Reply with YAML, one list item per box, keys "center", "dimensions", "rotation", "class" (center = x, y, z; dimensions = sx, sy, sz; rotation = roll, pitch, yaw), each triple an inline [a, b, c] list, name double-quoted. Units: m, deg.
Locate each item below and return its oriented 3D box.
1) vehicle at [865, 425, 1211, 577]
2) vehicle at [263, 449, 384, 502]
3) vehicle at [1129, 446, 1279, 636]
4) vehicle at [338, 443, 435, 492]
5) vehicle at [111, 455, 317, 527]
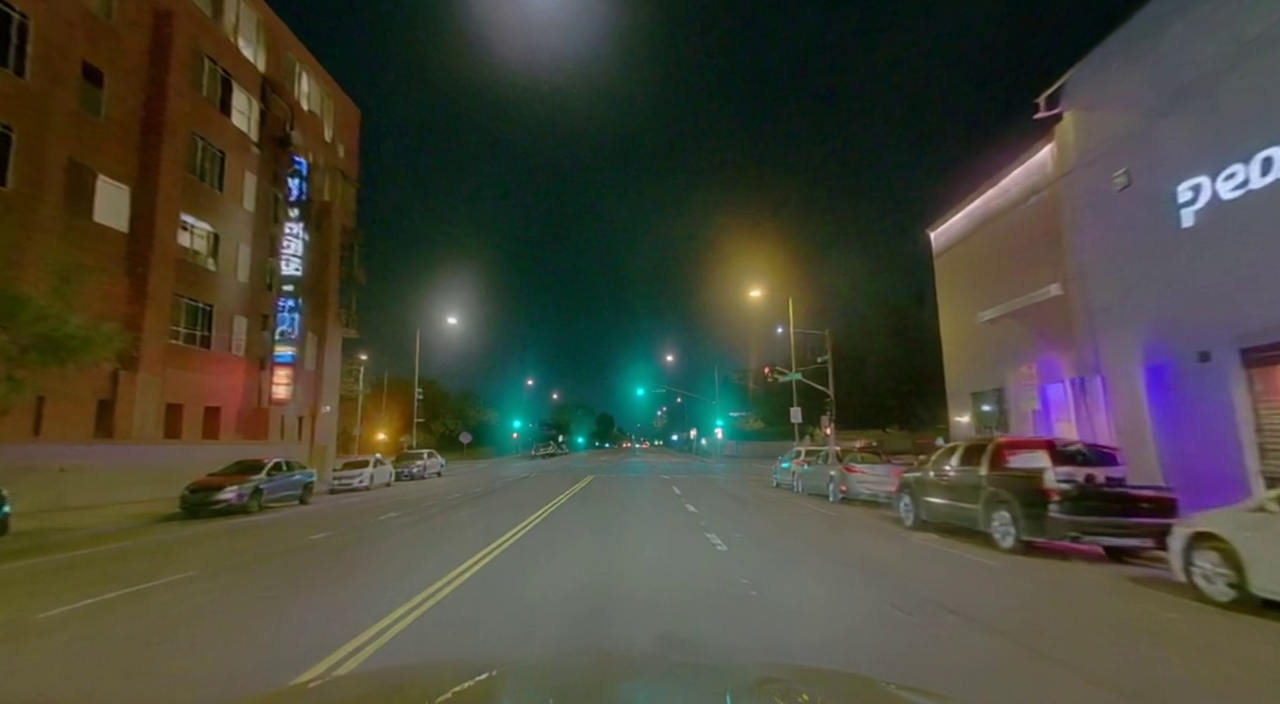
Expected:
- center: [5.758, 2.166, 10.302]
  dimensions: [2.227, 1.811, 5.172]
  rotation: [0, -8, -1]
  class: "vehicle"
- center: [-10.212, 3.976, 20.806]
  dimensions: [1.839, 1.502, 4.185]
  rotation: [0, -8, -1]
  class: "vehicle"
- center: [6.168, 1.374, 4.008]
  dimensions: [2.038, 1.482, 4.994]
  rotation: [0, -8, -2]
  class: "vehicle"
- center: [-10.201, 4.646, 25.913]
  dimensions: [1.967, 1.749, 4.841]
  rotation: [0, -8, 0]
  class: "vehicle"
- center: [-10.173, 3.315, 15.650]
  dimensions: [1.953, 1.387, 4.529]
  rotation: [0, -8, 0]
  class: "vehicle"
